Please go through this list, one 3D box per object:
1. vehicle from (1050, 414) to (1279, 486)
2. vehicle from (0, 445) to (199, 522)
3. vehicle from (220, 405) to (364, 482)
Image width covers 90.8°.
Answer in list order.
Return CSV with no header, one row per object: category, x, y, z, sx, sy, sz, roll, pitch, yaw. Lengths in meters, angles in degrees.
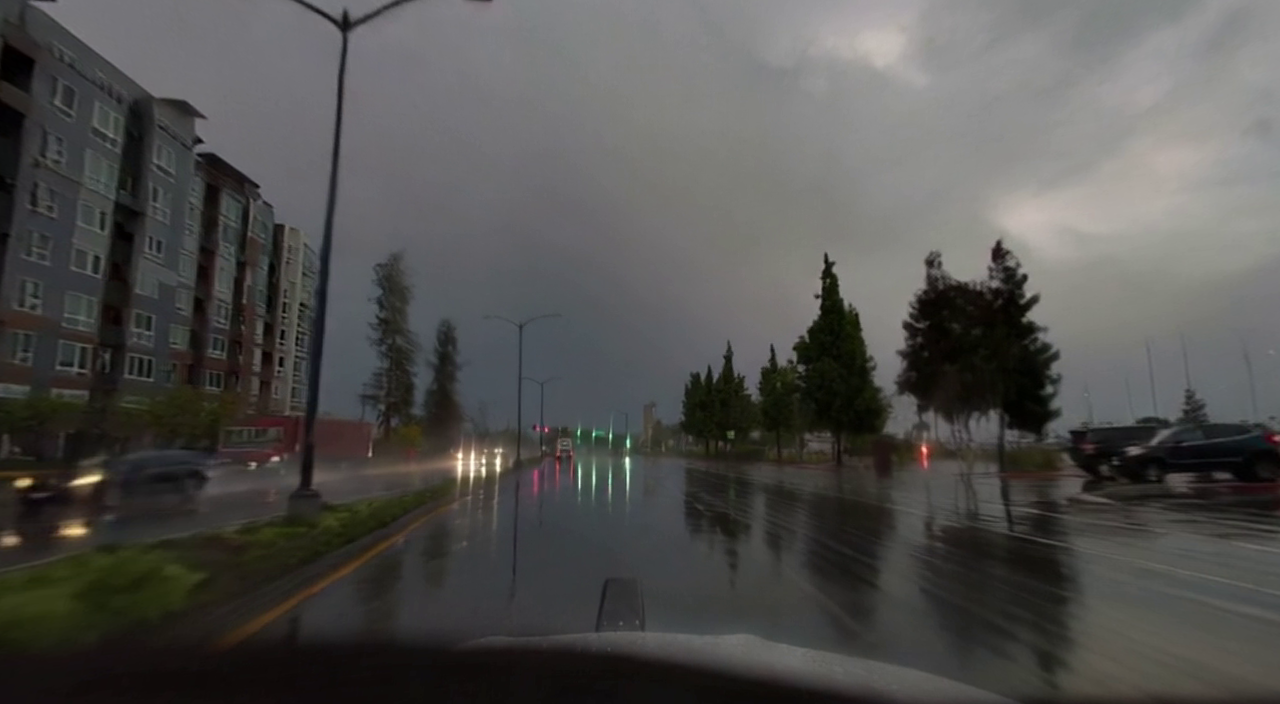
vehicle,16.575,3.029,19.558,5.829,1.995,2.659,-3,-9,16
vehicle,-13.222,3.018,15.082,2.150,1.534,4.569,0,-9,-2
vehicle,-19.813,5.542,37.501,3.331,3.651,14.423,2,-9,-12
